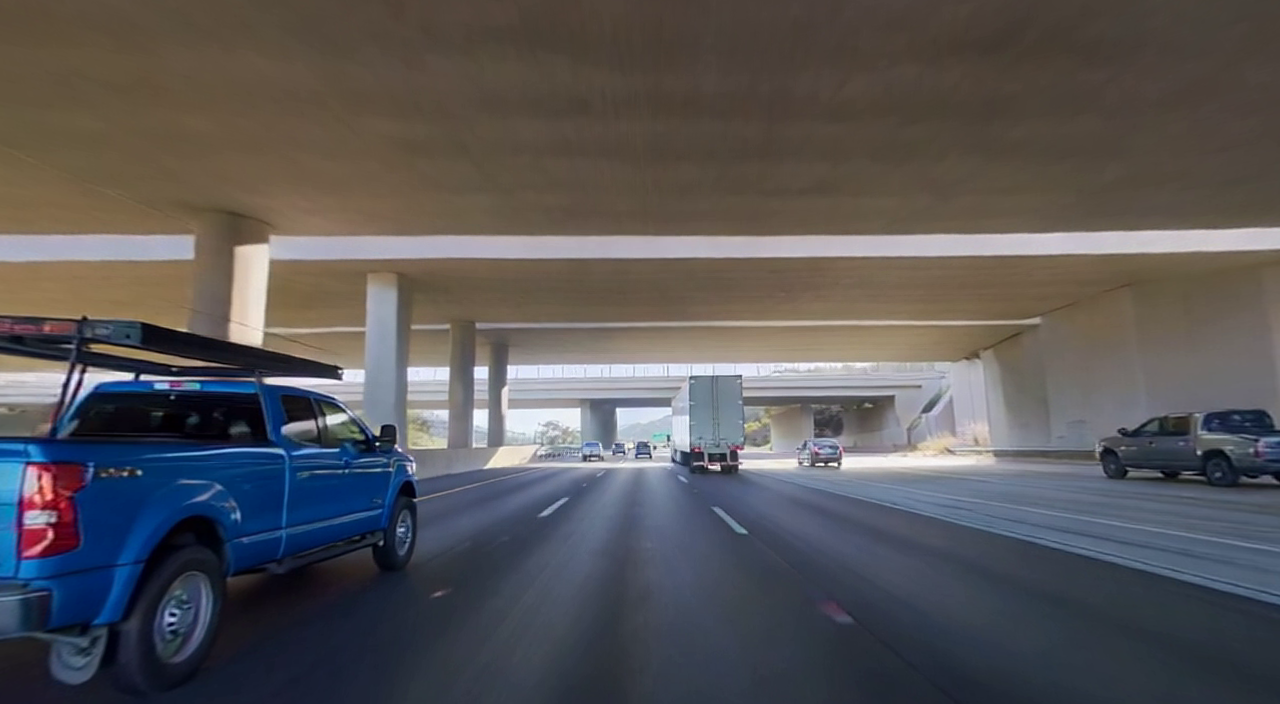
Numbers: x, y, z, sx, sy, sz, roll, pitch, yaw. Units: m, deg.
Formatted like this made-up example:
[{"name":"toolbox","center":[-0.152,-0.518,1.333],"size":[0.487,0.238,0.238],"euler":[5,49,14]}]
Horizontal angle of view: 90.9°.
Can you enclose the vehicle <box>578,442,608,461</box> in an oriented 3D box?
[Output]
[{"name":"vehicle","center":[-3.654,7.790,49.470],"size":[2.077,1.446,4.106],"euler":[0,-8,0]}]

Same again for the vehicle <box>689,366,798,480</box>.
[{"name":"vehicle","center":[4.129,3.427,28.696],"size":[2.885,4.036,12.891],"euler":[0,-8,1]}]

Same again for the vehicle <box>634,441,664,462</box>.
[{"name":"vehicle","center":[0.627,7.198,45.590],"size":[2.092,1.446,4.092],"euler":[0,-8,1]}]

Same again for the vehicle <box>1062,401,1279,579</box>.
[{"name":"vehicle","center":[7.198,1.446,6.859],"size":[1.999,1.700,4.640],"euler":[0,-8,0]}]

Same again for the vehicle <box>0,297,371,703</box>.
[{"name":"vehicle","center":[-4.438,0.911,4.061],"size":[2.599,2.054,6.288],"euler":[0,-8,0]}]
